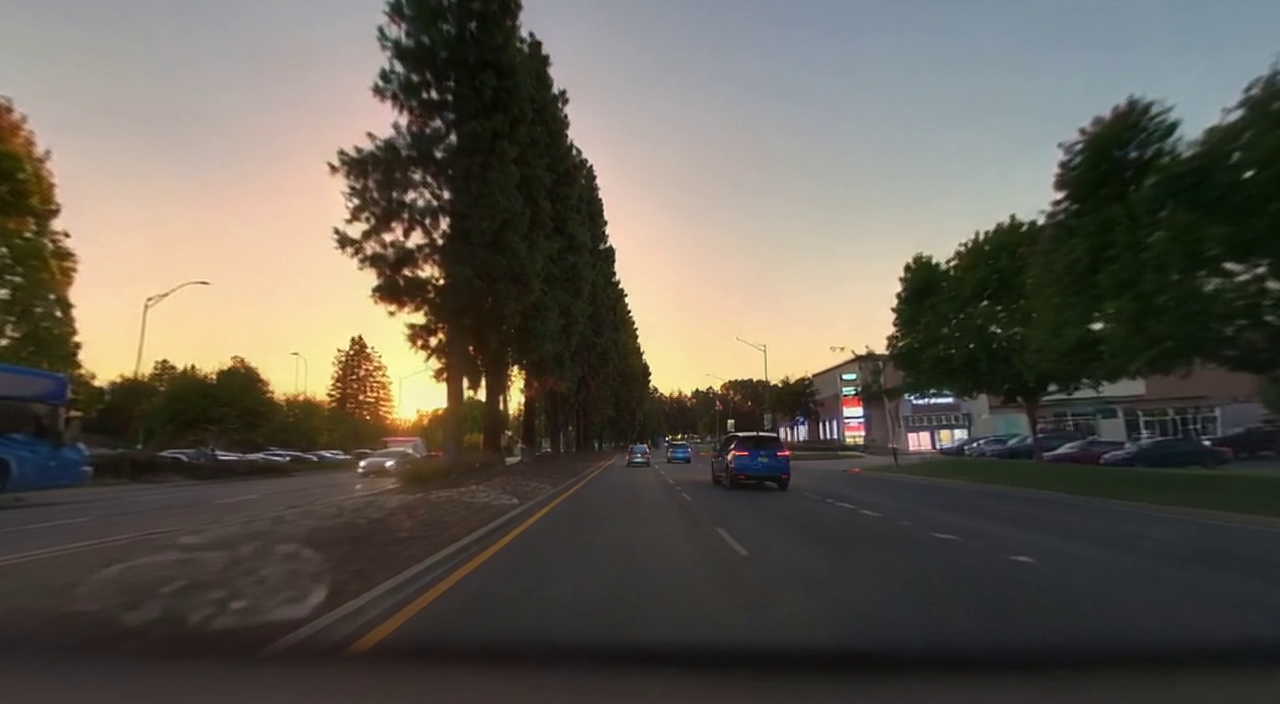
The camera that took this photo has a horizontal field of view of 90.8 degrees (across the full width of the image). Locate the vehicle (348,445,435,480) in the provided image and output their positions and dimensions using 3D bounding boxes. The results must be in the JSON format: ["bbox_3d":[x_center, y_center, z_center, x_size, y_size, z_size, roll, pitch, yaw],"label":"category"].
[{"bbox_3d":[-11.639,5.200,30.076,1.971,1.481,5.500,0,-8,0],"label":"vehicle"}]

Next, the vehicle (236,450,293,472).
[{"bbox_3d":[-28.208,8.198,47.645,1.956,1.476,3.991,-1,-8,-2],"label":"vehicle"}]

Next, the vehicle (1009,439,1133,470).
[{"bbox_3d":[20.612,4.887,30.363,4.451,1.400,2.108,0,-8,-2],"label":"vehicle"}]

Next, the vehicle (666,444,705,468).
[{"bbox_3d":[2.703,6.295,38.419,1.970,1.402,3.756,0,-8,-2],"label":"vehicle"}]

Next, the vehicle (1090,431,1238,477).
[{"bbox_3d":[20.782,4.022,25.158,4.162,1.546,2.051,-2,-7,-6],"label":"vehicle"}]

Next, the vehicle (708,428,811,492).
[{"bbox_3d":[3.680,3.439,20.465,2.140,1.811,4.593,0,-8,-4],"label":"vehicle"}]

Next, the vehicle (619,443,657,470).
[{"bbox_3d":[-0.134,5.854,35.623,2.056,1.440,3.798,0,-8,-1],"label":"vehicle"}]

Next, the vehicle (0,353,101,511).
[{"bbox_3d":[-18.928,1.405,11.997,3.207,4.202,16.118,0,-9,0],"label":"vehicle"}]
